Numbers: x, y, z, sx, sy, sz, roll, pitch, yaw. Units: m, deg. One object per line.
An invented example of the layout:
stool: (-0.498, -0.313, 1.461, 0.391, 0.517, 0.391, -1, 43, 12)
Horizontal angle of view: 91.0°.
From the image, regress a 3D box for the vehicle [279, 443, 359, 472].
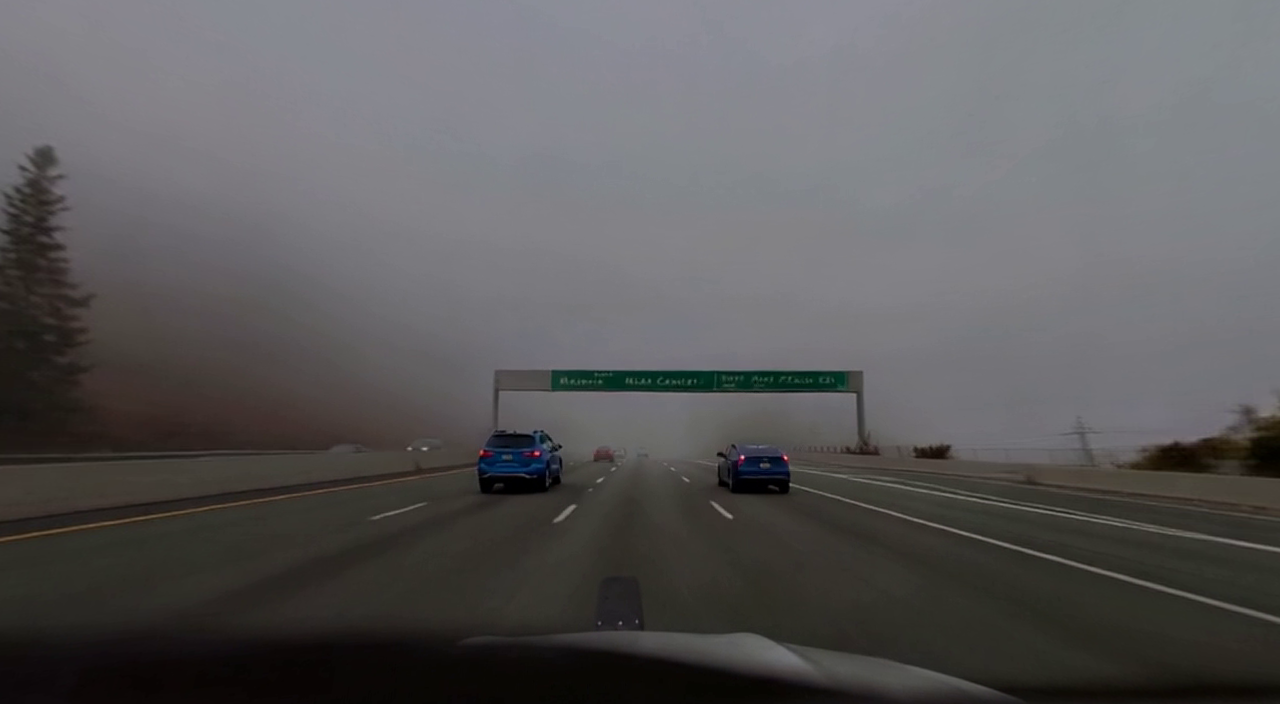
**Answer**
vehicle: (-18.332, 6.035, 36.266, 1.981, 1.515, 4.797, 0, -8, 1)

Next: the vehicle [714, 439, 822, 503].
vehicle: (3.286, 3.117, 17.042, 1.979, 1.486, 4.125, 0, -8, -1)

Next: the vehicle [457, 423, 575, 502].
vehicle: (-3.036, 2.826, 16.503, 2.137, 1.756, 4.453, 0, -8, 1)
